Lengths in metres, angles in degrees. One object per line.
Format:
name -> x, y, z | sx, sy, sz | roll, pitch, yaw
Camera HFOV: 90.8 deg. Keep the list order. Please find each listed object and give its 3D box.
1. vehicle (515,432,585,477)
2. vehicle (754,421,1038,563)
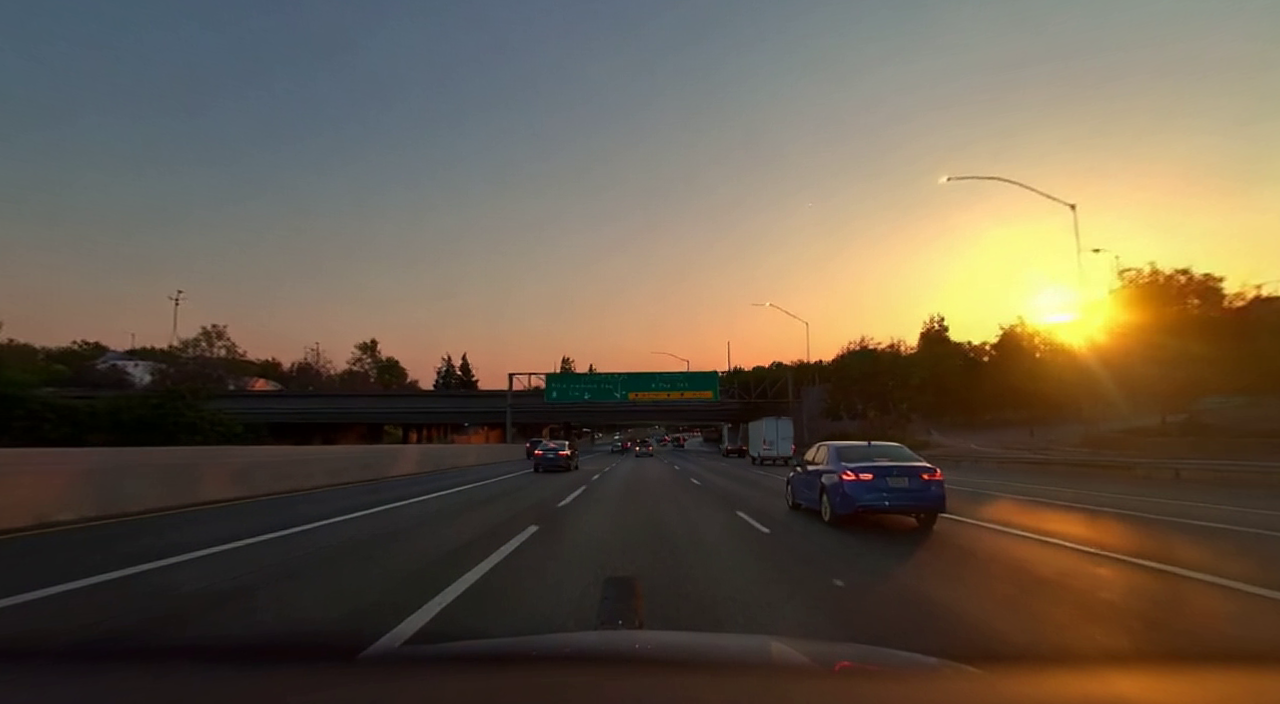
vehicle -> -3.698, 4.335, 26.873 | 2.193, 1.746, 4.512 | 0, -8, 1
vehicle -> 3.275, 1.909, 9.487 | 2.107, 1.550, 4.949 | 0, -8, -1
